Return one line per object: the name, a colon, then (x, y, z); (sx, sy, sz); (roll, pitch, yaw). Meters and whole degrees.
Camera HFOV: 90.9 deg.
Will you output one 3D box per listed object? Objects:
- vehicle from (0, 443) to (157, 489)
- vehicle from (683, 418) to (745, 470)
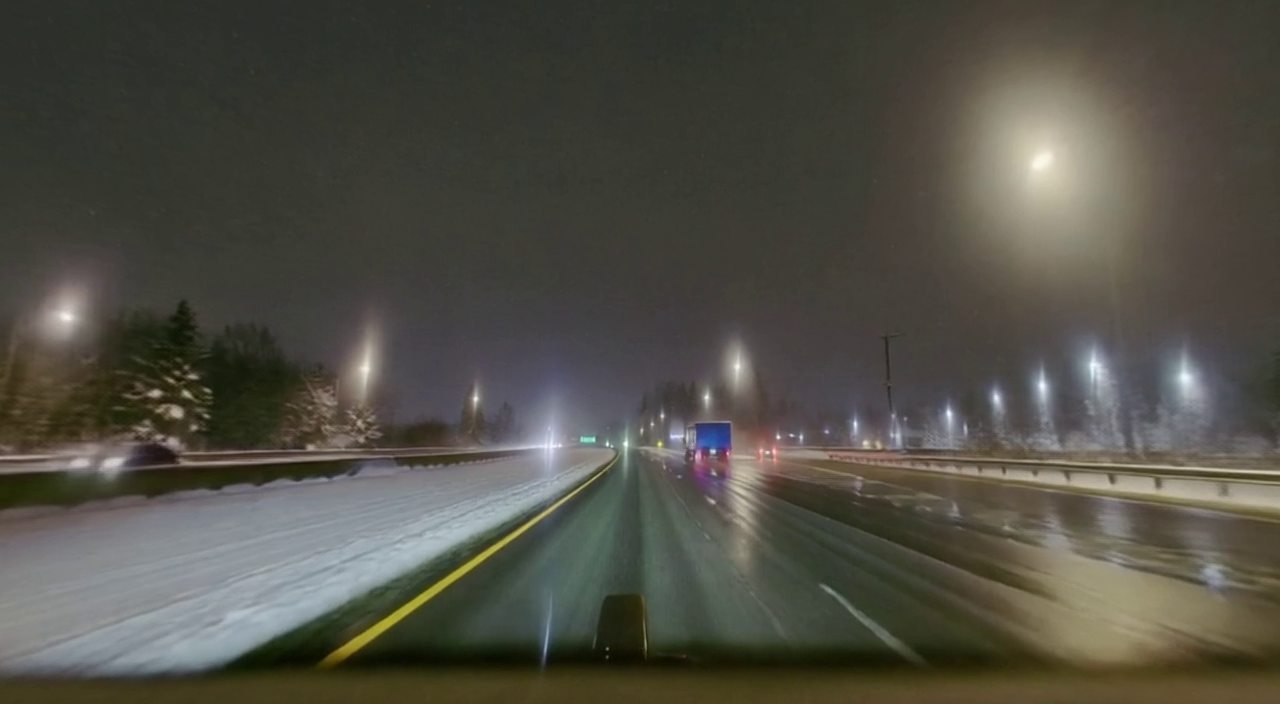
vehicle: (-21.007, 4.203, 23.722); (1.874, 1.530, 4.805); (0, -9, 0)
vehicle: (3.798, 4.897, 33.641); (2.430, 2.495, 6.062); (0, -8, -2)
